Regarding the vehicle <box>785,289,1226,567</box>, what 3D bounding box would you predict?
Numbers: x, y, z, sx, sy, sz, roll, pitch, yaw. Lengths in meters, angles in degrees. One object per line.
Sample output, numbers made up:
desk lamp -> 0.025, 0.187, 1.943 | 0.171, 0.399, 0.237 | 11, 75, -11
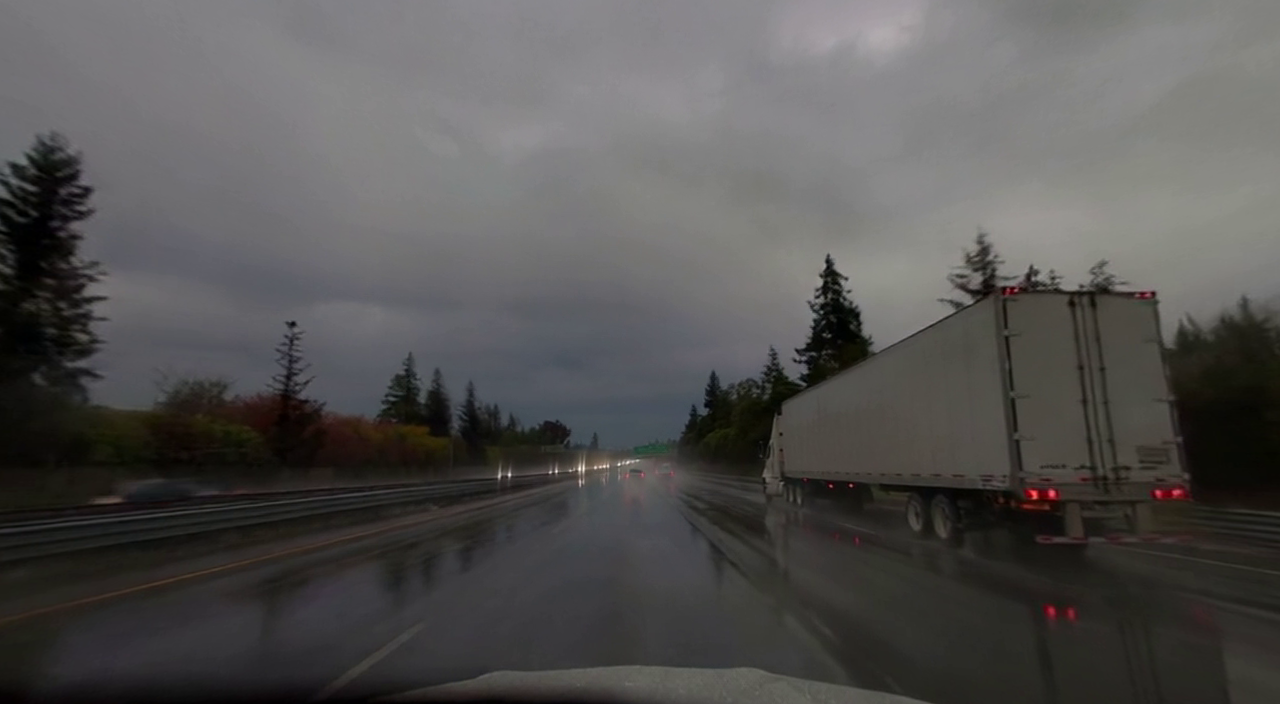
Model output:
vehicle -> 6.857, 2.305, 16.136 | 2.926, 4.073, 13.836 | 1, -11, 0

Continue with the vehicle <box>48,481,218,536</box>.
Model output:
vehicle -> -15.590, 4.809, 19.726 | 1.840, 1.425, 4.145 | 0, -11, 0

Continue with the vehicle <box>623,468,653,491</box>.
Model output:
vehicle -> -0.153, 8.856, 43.952 | 2.029, 1.459, 3.684 | 1, -11, 0
